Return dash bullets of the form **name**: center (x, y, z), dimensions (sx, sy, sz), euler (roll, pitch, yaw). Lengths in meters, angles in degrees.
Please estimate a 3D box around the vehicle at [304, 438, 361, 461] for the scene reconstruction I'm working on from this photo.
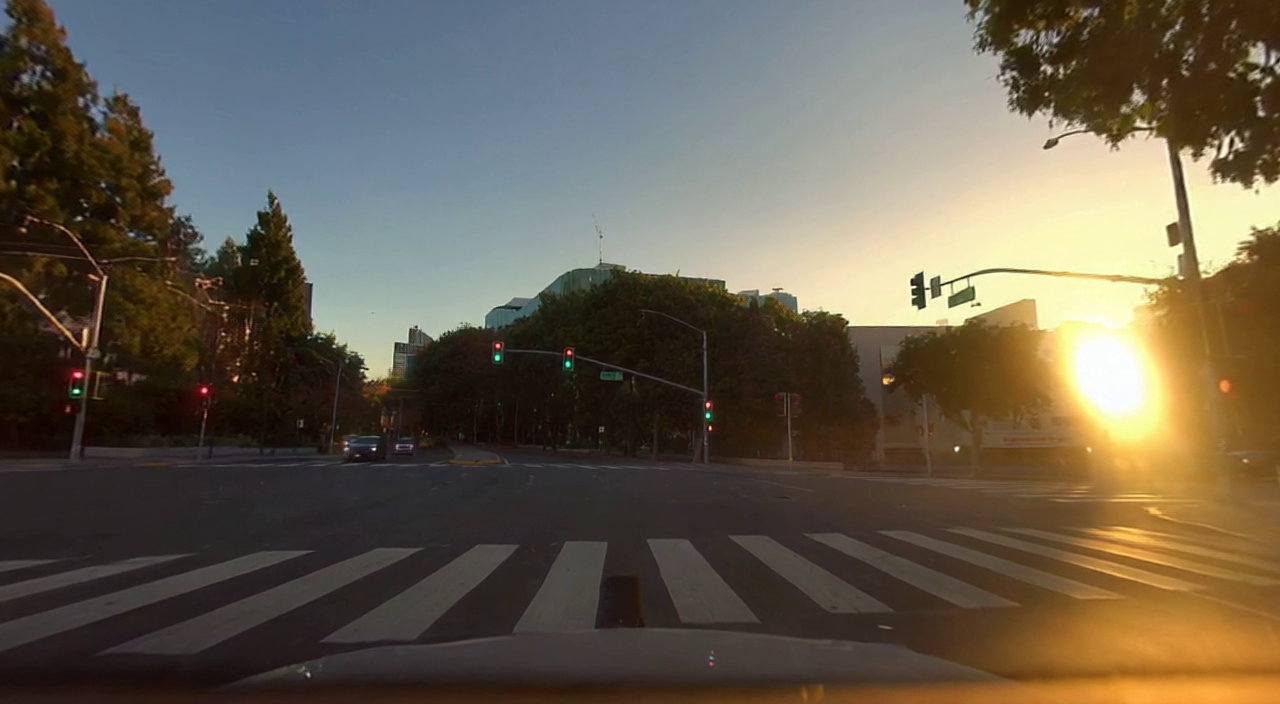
- **vehicle**: center (-19.778, 6.297, 40.865), dimensions (1.918, 1.432, 4.433), euler (1, -9, -7)
